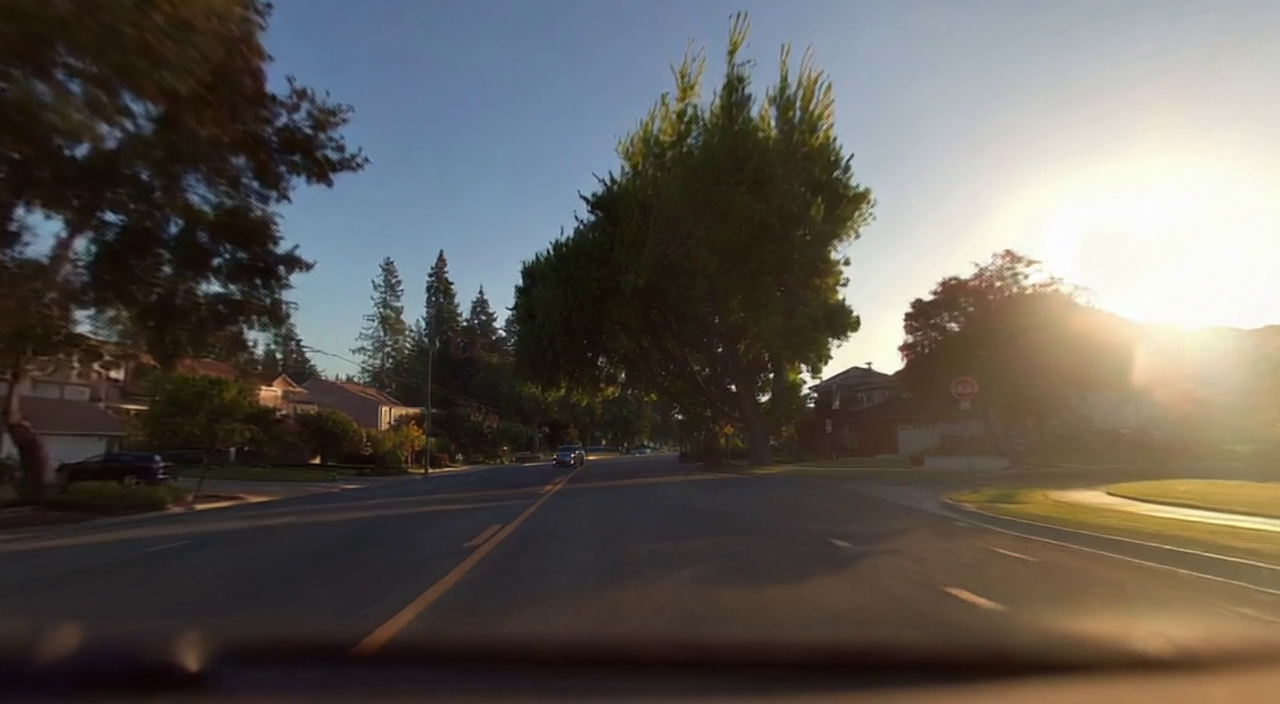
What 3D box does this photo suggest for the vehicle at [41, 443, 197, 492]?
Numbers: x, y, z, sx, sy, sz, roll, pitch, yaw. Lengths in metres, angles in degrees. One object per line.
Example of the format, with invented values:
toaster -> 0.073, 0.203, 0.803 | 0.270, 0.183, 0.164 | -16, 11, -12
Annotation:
vehicle -> -20.150, 4.457, 24.612 | 4.050, 1.755, 2.243 | 0, -8, 0

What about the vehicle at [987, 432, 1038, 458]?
vehicle -> 24.774, 6.219, 42.166 | 2.000, 1.594, 4.976 | -4, -9, 20

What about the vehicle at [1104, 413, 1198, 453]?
vehicle -> 33.310, 5.404, 41.484 | 2.411, 2.381, 6.645 | -3, -9, 18

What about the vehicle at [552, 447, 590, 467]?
vehicle -> -5.219, 8.013, 48.405 | 2.088, 1.490, 4.524 | -1, -9, 5
